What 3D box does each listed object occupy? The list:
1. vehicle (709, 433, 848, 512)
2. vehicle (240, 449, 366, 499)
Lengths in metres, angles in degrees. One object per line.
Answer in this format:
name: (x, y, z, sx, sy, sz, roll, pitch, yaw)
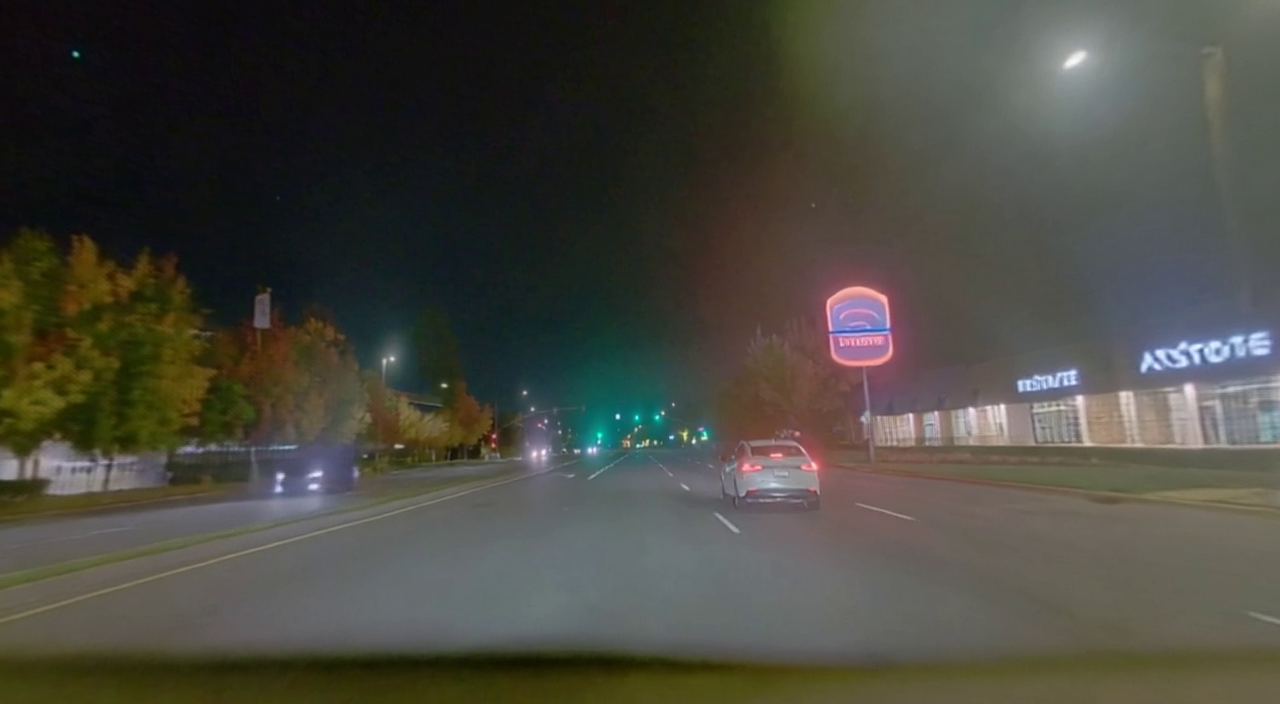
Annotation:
vehicle: (2.867, 2.611, 14.140, 2.015, 1.479, 4.444, 0, -8, -1)
vehicle: (-11.527, 4.148, 21.903, 1.944, 1.512, 4.278, 0, -8, 1)
